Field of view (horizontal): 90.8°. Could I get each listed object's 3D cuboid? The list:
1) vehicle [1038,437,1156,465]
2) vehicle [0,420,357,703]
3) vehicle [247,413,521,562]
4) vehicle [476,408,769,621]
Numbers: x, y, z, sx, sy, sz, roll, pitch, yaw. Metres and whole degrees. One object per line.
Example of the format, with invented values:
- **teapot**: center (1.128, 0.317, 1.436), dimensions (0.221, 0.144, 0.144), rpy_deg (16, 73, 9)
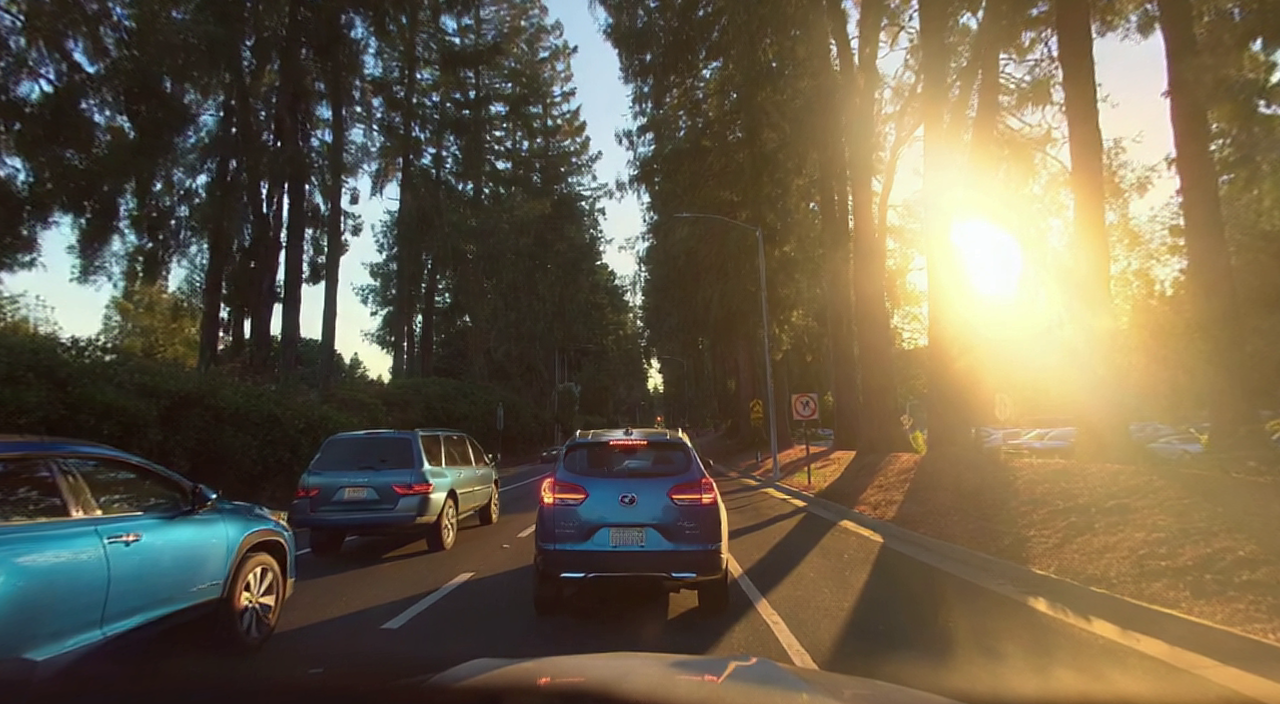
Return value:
- **vehicle**: center (28.488, 6.180, 39.471), dimensions (5.955, 1.702, 2.166), rpy_deg (1, -8, -6)
- **vehicle**: center (-3.662, 1.166, 3.621), dimensions (1.922, 1.464, 4.424), rpy_deg (0, -8, 2)
- **vehicle**: center (-3.482, 1.947, 9.855), dimensions (2.188, 1.745, 4.618), rpy_deg (0, -8, 2)
- **vehicle**: center (-0.032, 1.524, 6.832), dimensions (2.229, 1.591, 3.897), rpy_deg (-1, -8, 3)
